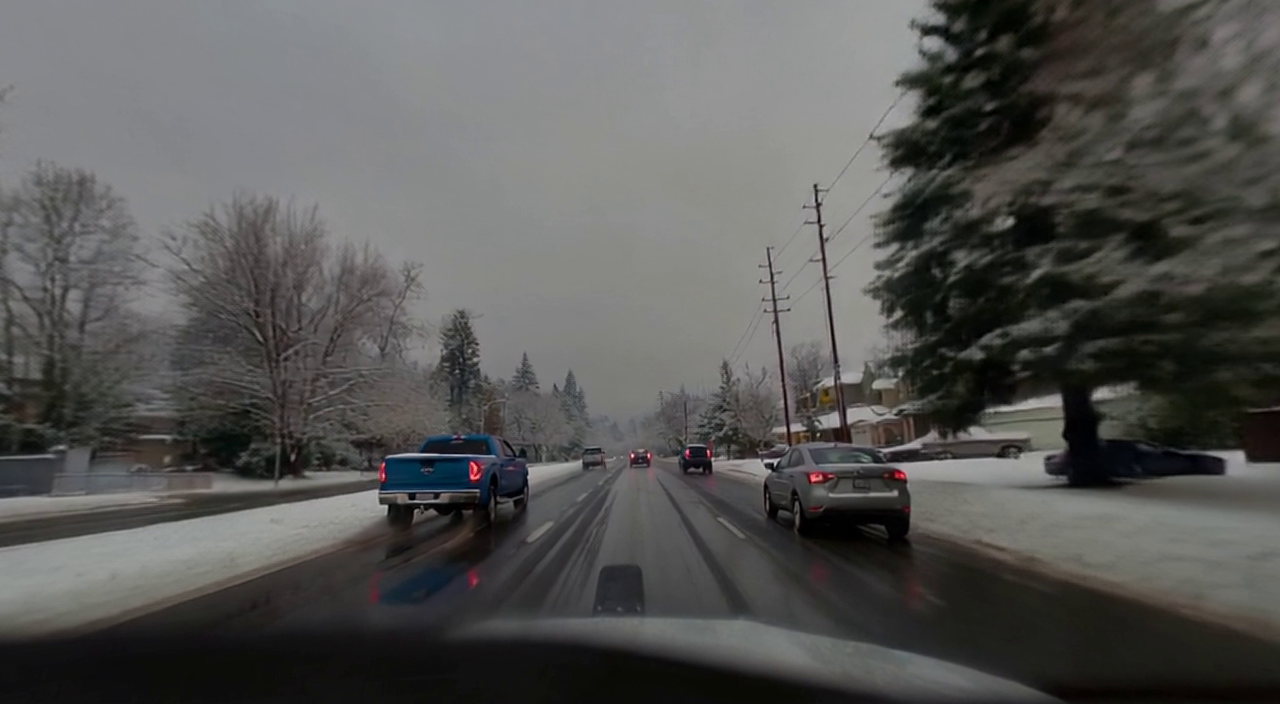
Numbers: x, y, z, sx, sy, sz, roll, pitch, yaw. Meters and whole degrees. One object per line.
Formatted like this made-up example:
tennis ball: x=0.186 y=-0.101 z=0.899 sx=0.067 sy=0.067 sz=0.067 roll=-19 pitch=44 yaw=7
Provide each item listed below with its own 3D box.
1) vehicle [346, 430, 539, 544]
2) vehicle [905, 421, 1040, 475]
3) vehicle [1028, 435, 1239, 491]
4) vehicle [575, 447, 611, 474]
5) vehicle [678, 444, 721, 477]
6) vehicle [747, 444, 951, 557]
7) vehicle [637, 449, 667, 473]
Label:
vehicle: x=-3.518 y=2.509 z=12.568 sx=2.111 sy=1.745 sz=5.274 roll=0 pitch=-9 yaw=0
vehicle: x=15.167 y=4.406 z=29.041 sx=4.801 sy=2.233 sz=2.222 roll=-2 pitch=-9 yaw=-1
vehicle: x=13.853 y=3.140 z=17.960 sx=4.300 sy=1.487 sz=1.877 roll=-1 pitch=-9 yaw=3
vehicle: x=-3.229 y=7.570 z=44.355 sx=2.218 sy=1.829 sz=4.492 roll=0 pitch=-9 yaw=0
vehicle: x=3.572 y=6.621 z=38.760 sx=2.099 sy=1.845 sz=4.363 roll=0 pitch=-9 yaw=-2
vehicle: x=3.138 y=2.286 z=10.524 sx=1.884 sy=1.463 sz=4.195 roll=0 pitch=-9 yaw=-1
vehicle: x=0.876 y=8.008 z=46.636 sx=1.997 sy=1.636 sz=3.760 roll=0 pitch=-9 yaw=-2
